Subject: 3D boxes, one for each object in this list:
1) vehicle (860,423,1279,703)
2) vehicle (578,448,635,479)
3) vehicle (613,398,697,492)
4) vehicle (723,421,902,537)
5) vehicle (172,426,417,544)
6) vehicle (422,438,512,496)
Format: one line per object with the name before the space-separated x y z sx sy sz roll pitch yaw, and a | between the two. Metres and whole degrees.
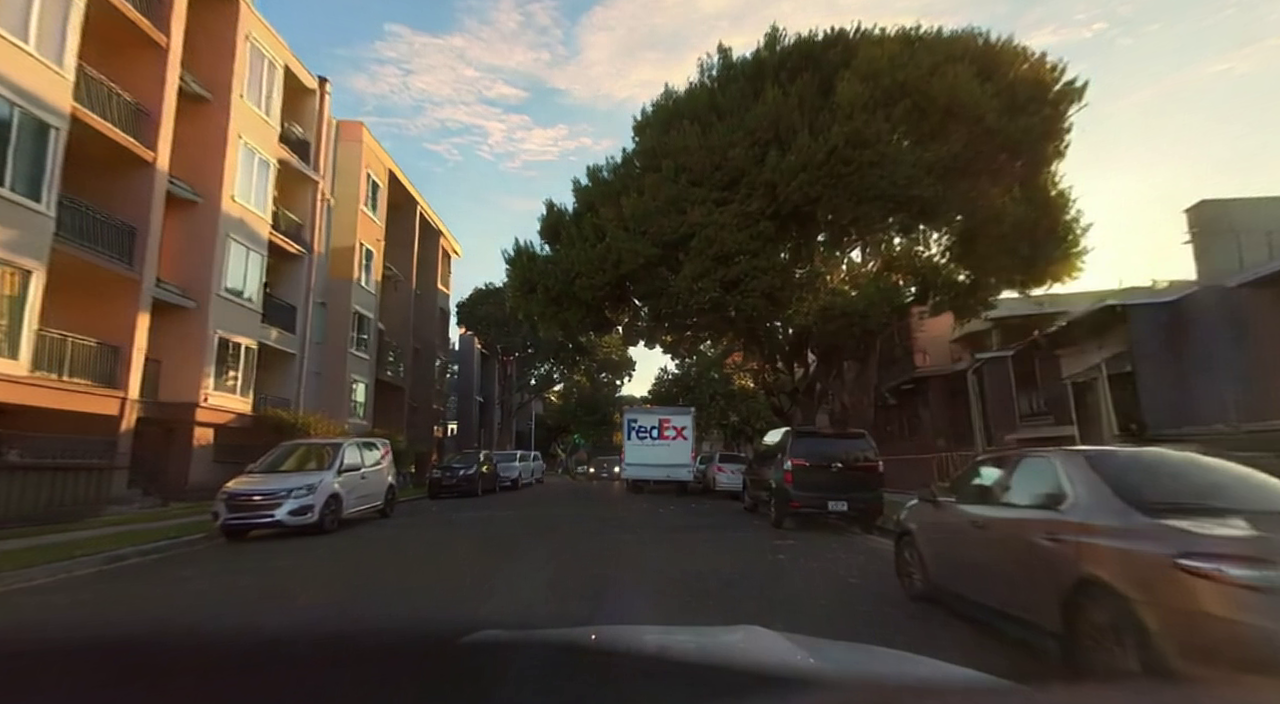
vehicle | 3.389 1.373 4.774 1.877 1.500 4.407 0 -9 0
vehicle | -1.714 5.935 33.939 1.981 1.500 3.992 -2 -9 13
vehicle | 0.408 3.879 26.391 2.930 3.275 8.180 0 -8 -2
vehicle | 3.364 2.612 13.797 2.221 1.991 5.564 0 -9 -1
vehicle | -5.981 2.321 11.721 2.089 1.757 4.256 0 -8 0
vehicle | -6.103 4.086 22.884 2.020 1.867 4.654 0 -9 -1
